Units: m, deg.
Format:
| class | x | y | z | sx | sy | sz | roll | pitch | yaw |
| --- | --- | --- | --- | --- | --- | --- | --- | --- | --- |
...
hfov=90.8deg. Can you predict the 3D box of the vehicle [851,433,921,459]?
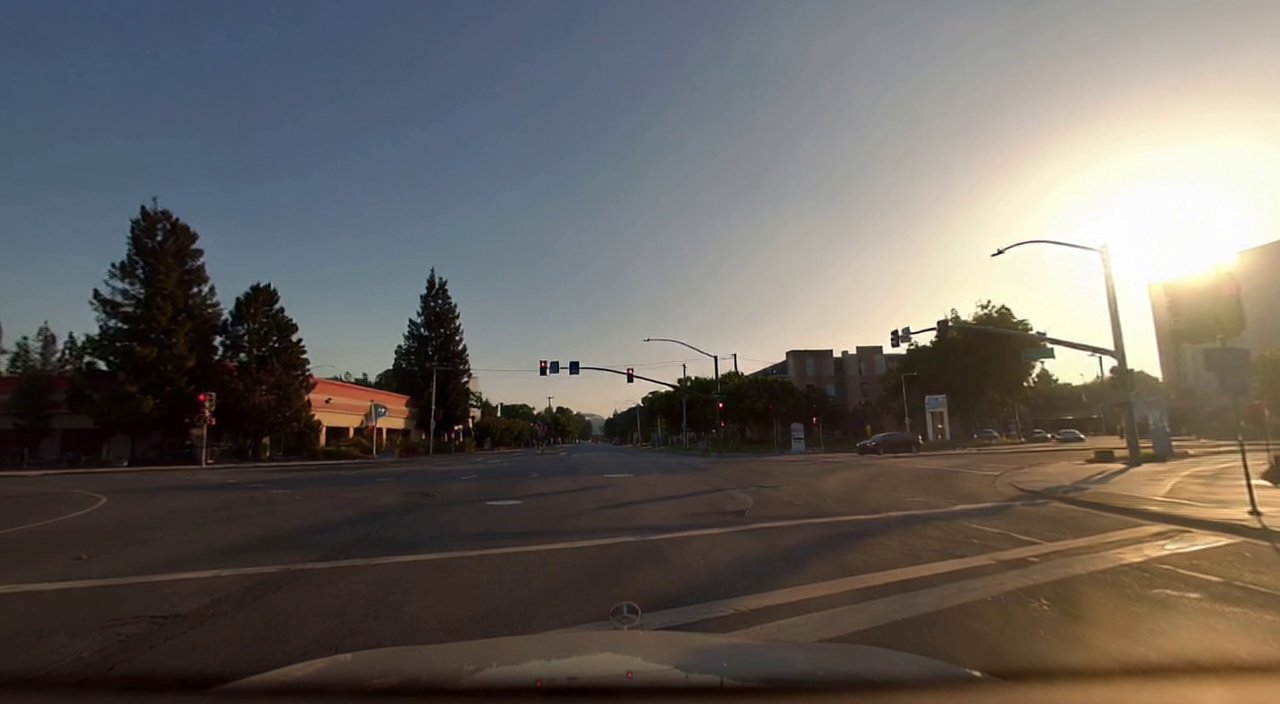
| class | x | y | z | sx | sy | sz | roll | pitch | yaw |
| --- | --- | --- | --- | --- | --- | --- | --- | --- | --- |
| vehicle | 17.637 | 6.748 | 45.320 | 4.600 | 1.783 | 1.970 | 4 | -10 | -26 |
